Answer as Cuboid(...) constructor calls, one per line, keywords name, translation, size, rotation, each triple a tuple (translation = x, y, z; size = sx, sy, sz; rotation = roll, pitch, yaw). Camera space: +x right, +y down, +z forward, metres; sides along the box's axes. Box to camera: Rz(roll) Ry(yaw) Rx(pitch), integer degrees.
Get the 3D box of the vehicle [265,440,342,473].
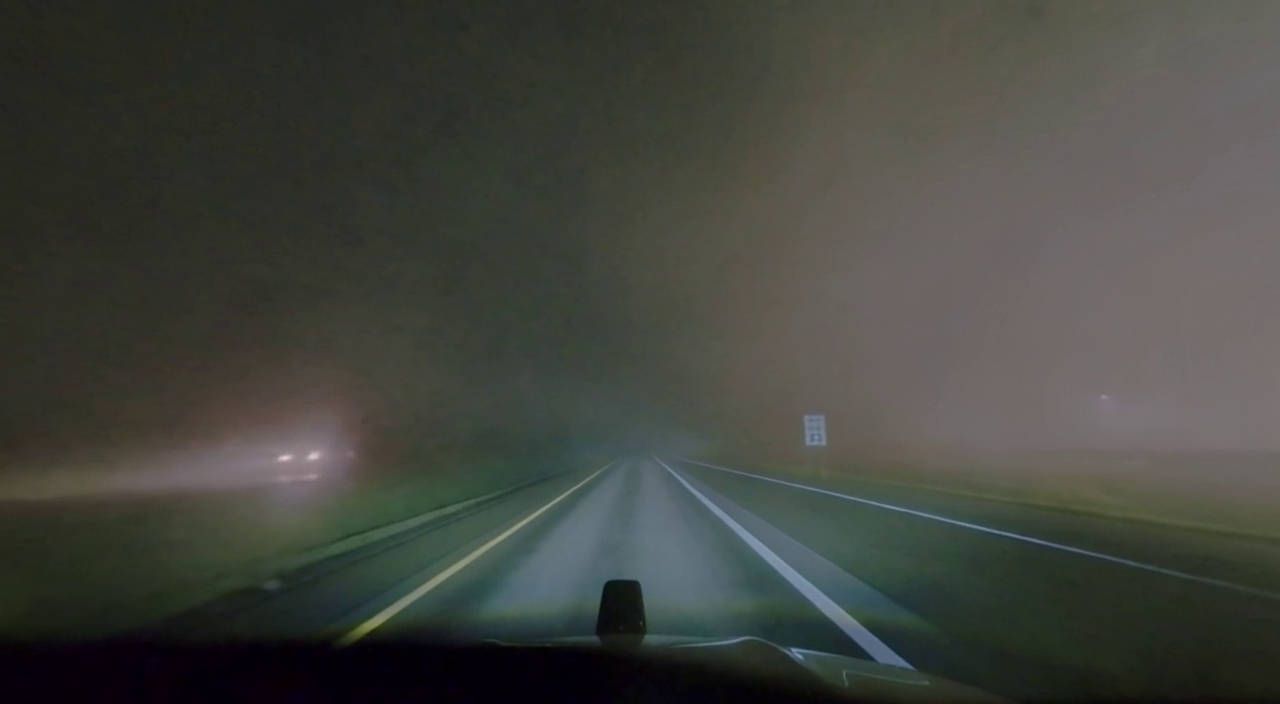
Cuboid(name="vehicle", translation=(-20.930, 6.498, 39.502), size=(2.072, 1.890, 4.930), rotation=(0, -8, 1))
